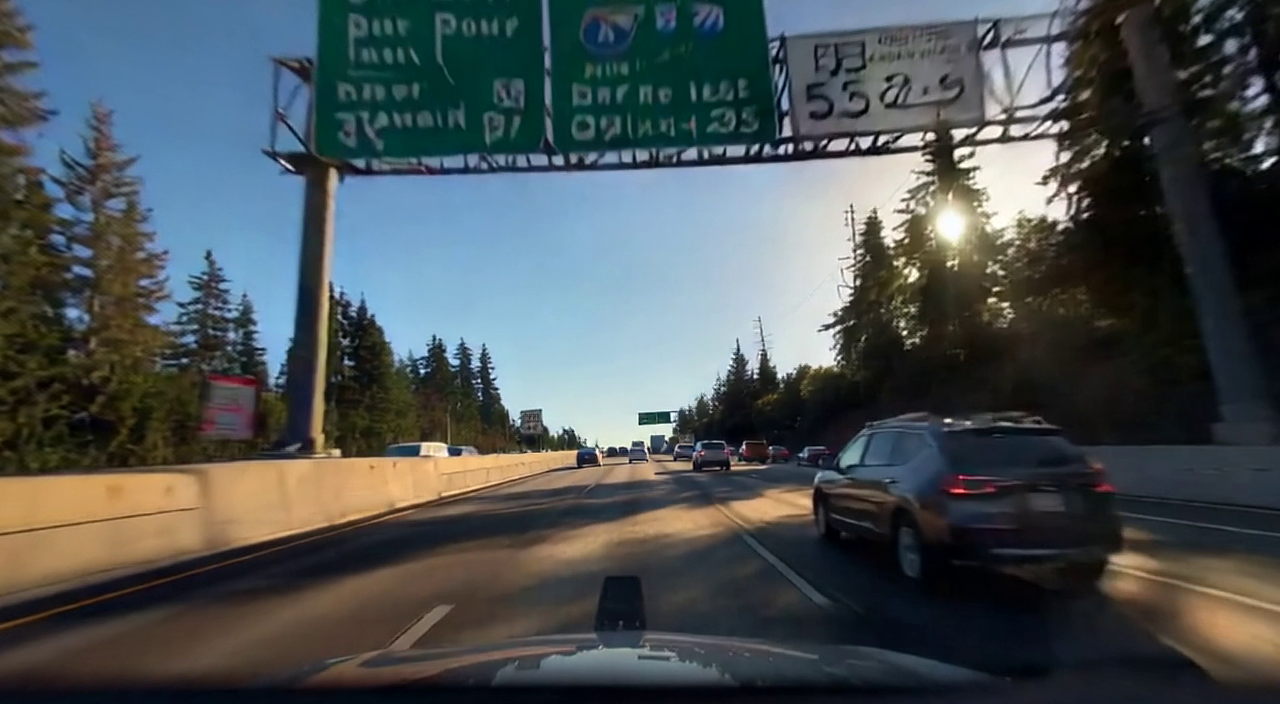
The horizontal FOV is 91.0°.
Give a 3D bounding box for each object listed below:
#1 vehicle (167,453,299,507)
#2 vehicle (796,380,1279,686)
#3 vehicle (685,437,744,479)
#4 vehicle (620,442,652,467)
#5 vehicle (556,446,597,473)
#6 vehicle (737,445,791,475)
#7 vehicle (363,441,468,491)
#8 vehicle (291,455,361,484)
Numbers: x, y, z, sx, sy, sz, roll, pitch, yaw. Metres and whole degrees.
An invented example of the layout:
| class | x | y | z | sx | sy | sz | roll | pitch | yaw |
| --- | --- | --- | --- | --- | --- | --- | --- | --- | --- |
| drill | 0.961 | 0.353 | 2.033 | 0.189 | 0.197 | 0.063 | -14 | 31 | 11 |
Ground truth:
| class | x | y | z | sx | sy | sz | roll | pitch | yaw |
| --- | --- | --- | --- | --- | --- | --- | --- | --- | --- |
| vehicle | -12.408 | 3.878 | 19.494 | 1.583 | 1.428 | 3.716 | 0 | -9 | 0 |
| vehicle | 3.163 | 1.372 | 5.992 | 2.092 | 1.723 | 4.670 | 0 | -9 | -1 |
| vehicle | 3.494 | 5.068 | 30.360 | 2.138 | 1.826 | 4.783 | 0 | -9 | -1 |
| vehicle | -0.333 | 7.868 | 48.411 | 2.314 | 1.796 | 4.254 | 0 | -9 | -1 |
| vehicle | -3.760 | 6.437 | 37.958 | 2.051 | 1.510 | 4.373 | 0 | -9 | 0 |
| vehicle | 6.744 | 5.876 | 34.616 | 1.909 | 1.507 | 4.471 | 0 | -9 | -2 |
| vehicle | -8.791 | 4.489 | 25.249 | 2.214 | 1.737 | 5.234 | 0 | -9 | 1 |
| vehicle | -22.939 | 8.602 | 46.299 | 2.159 | 1.884 | 5.705 | 0 | -9 | 0 |
